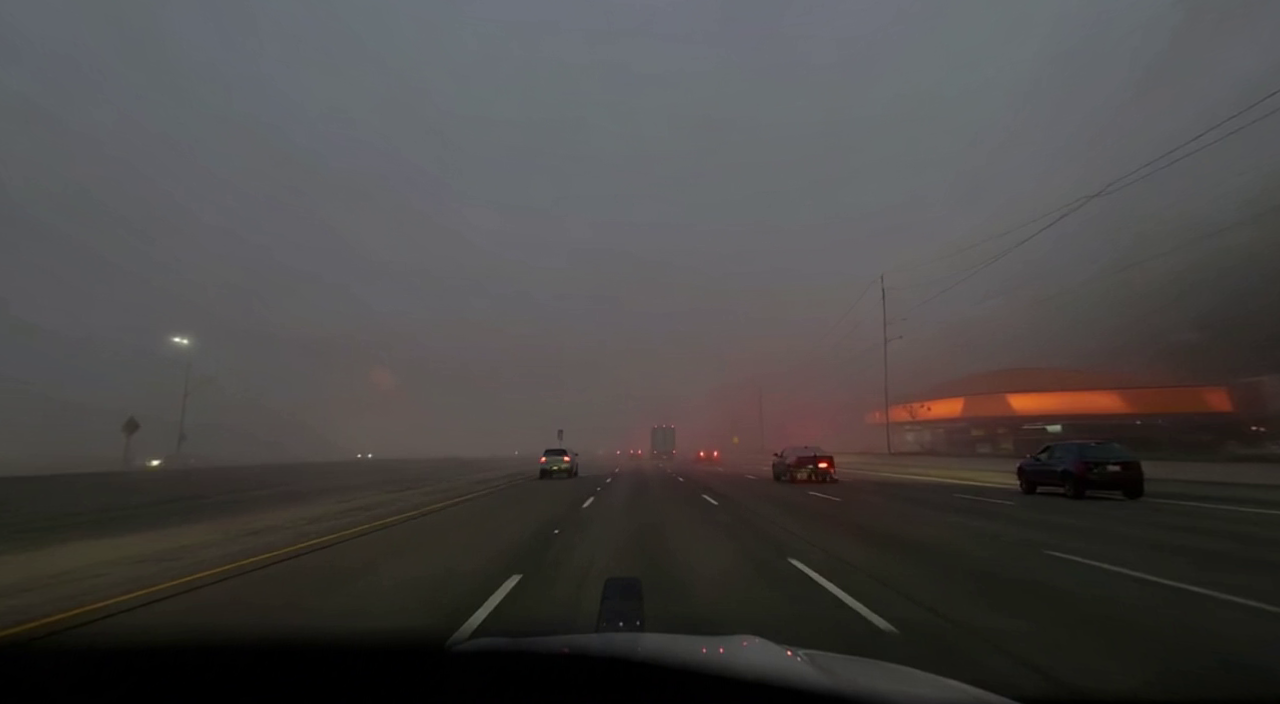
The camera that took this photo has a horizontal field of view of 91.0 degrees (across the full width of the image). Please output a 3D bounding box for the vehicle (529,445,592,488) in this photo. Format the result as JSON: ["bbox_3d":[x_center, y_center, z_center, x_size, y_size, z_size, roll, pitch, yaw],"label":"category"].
[{"bbox_3d":[-2.999,4.415,24.581,1.929,1.521,4.097,0,-9,0],"label":"vehicle"}]

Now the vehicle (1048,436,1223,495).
[{"bbox_3d":[16.649,3.805,21.529,2.201,1.785,4.399,1,-9,-3],"label":"vehicle"}]

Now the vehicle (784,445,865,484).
[{"bbox_3d":[7.682,4.700,26.675,1.980,1.501,4.433,0,-9,-2],"label":"vehicle"}]

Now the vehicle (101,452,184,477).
[{"bbox_3d":[-35.608,8.027,45.231,1.960,1.618,4.852,0,-9,1],"label":"vehicle"}]
